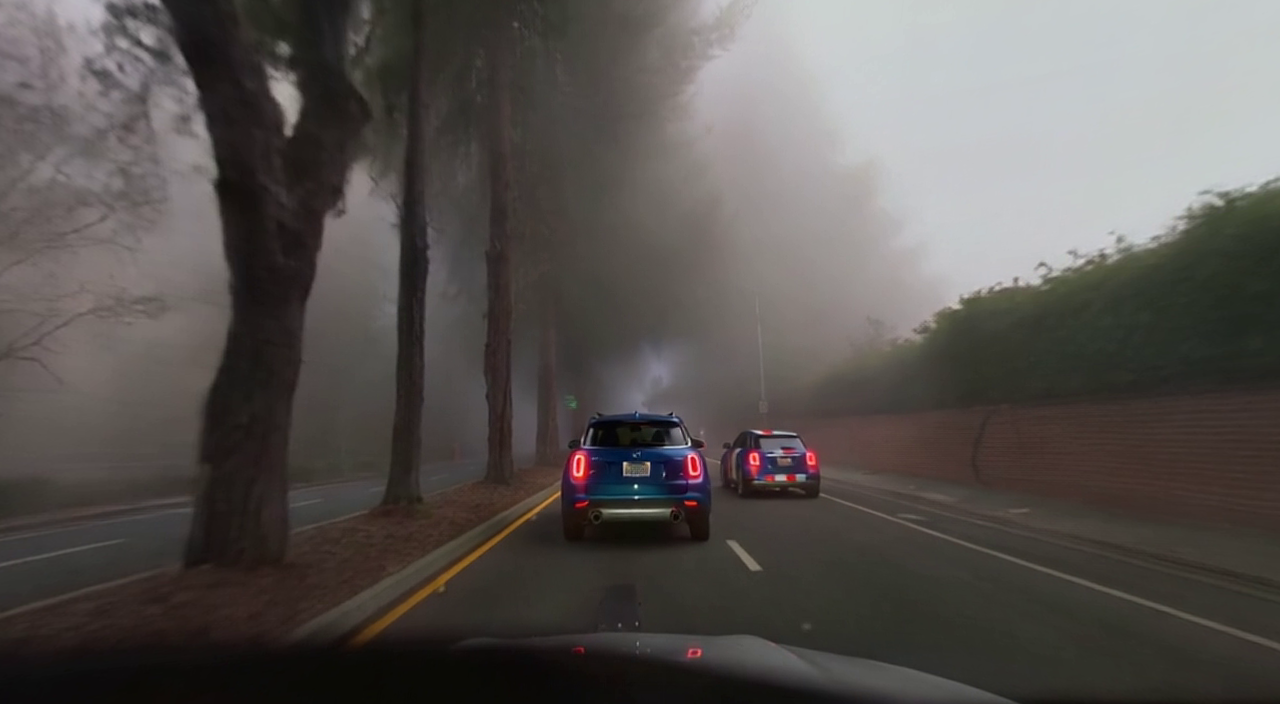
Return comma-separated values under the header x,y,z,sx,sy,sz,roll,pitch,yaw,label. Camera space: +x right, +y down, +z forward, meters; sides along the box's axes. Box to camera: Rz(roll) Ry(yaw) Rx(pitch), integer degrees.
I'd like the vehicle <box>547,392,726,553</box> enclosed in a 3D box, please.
x,y,z,sx,sy,sz,roll,pitch,yaw,label
-0.090,1.578,8.665,1.984,1.777,3.148,1,-8,-2,vehicle

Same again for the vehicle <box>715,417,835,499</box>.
x,y,z,sx,sy,sz,roll,pitch,yaw,label
3.074,2.526,15.292,1.840,1.709,4.202,1,-8,-2,vehicle
